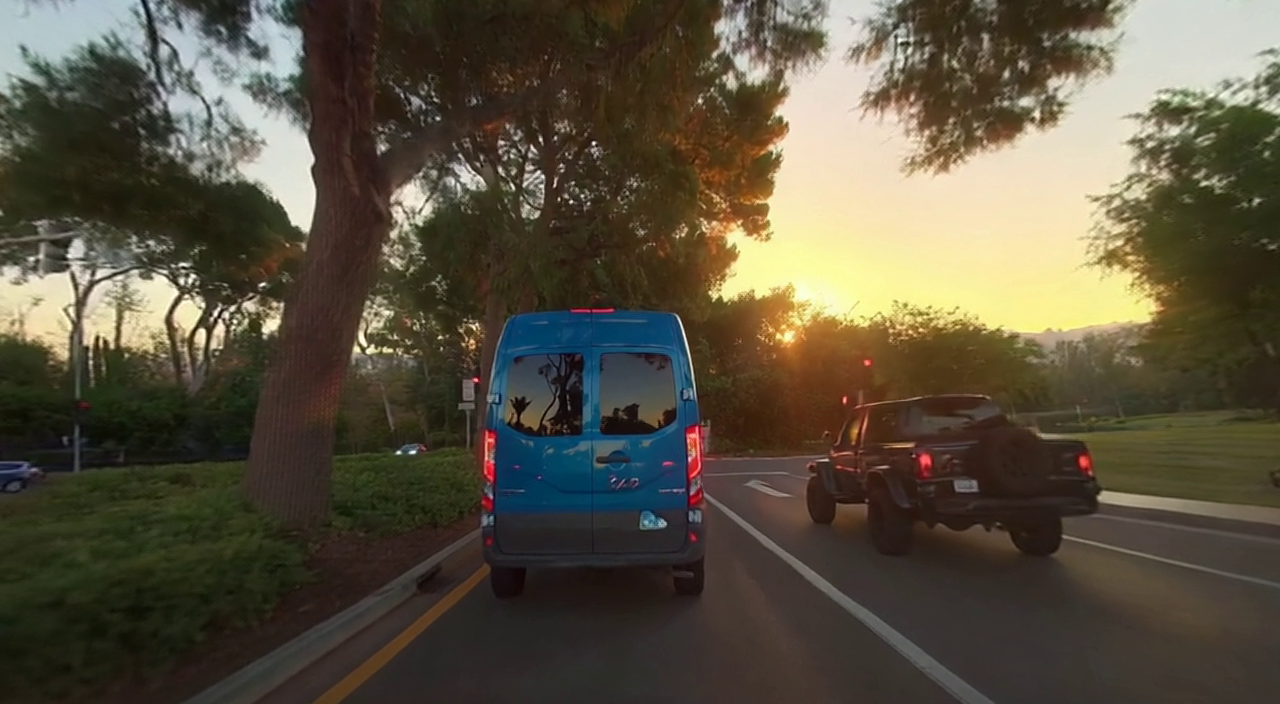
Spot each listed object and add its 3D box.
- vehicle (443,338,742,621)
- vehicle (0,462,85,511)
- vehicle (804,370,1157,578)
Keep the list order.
[{"bbox_3d":[-0.310,1.229,6.809,2.145,2.046,4.309,0,-9,1],"label":"vehicle"},{"bbox_3d":[-25.155,5.314,25.312,4.857,1.729,2.029,-3,-9,18],"label":"vehicle"},{"bbox_3d":[3.613,1.396,7.780,1.988,1.873,3.968,0,-9,-2],"label":"vehicle"}]
